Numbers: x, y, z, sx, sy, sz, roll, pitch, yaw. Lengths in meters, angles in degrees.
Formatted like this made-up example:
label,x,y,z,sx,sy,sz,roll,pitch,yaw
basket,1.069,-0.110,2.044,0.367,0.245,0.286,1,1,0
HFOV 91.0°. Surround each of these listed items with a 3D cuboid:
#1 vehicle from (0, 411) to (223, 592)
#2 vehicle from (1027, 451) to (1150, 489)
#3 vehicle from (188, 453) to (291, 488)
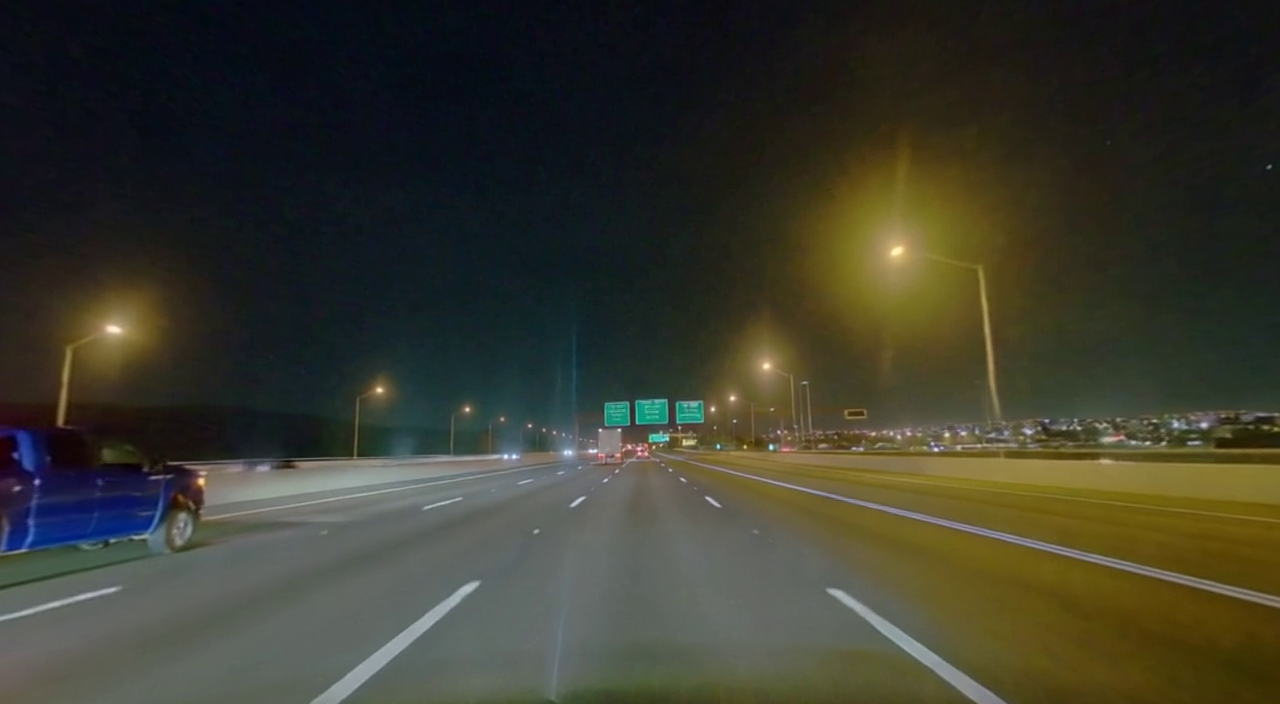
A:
label,x,y,z,sx,sy,sz,roll,pitch,yaw
vehicle,-7.250,1.555,6.796,2.168,1.729,4.724,0,-9,1
vehicle,18.978,4.985,26.945,1.912,1.450,4.581,0,-9,0
vehicle,-20.196,5.966,32.057,1.916,1.612,4.809,0,-9,3
